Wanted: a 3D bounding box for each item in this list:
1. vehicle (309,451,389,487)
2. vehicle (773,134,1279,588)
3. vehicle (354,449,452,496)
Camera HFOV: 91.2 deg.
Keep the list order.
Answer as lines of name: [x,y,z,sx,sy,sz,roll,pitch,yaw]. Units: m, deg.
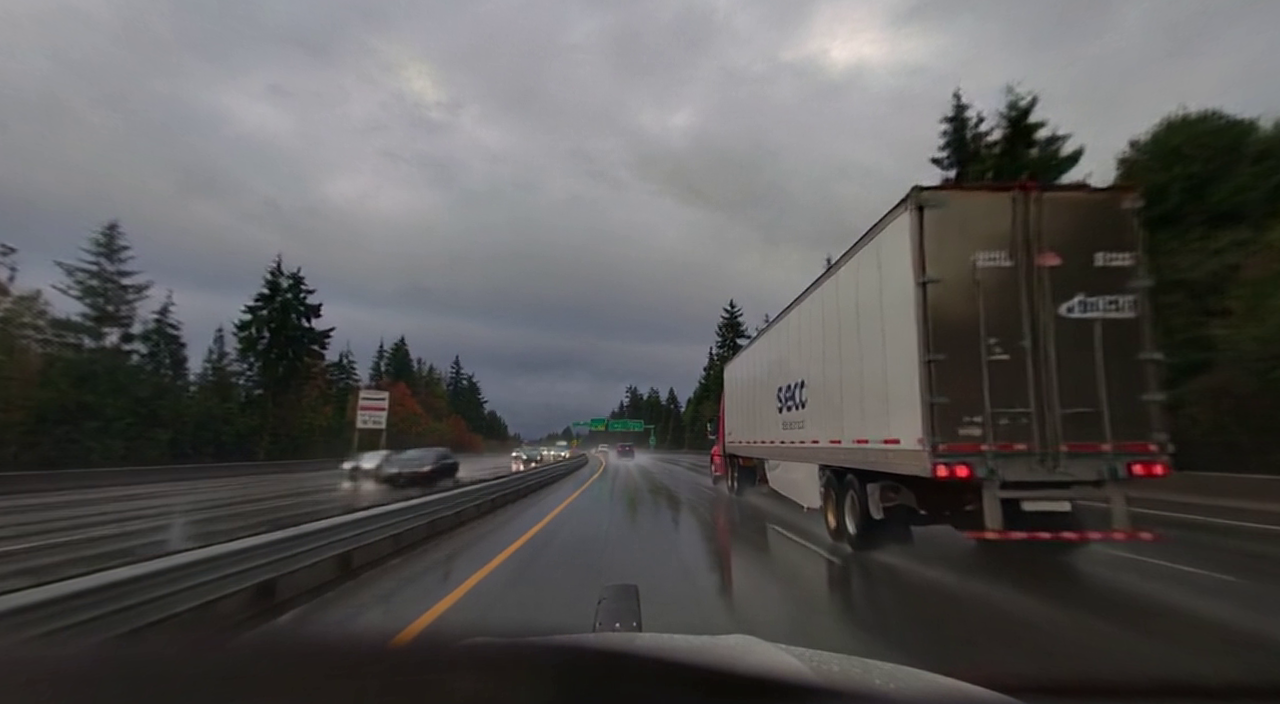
vehicle: [-13.208,5.299,28.690,1.829,1.502,3.893,0,-9,-1]
vehicle: [4.432,0.604,9.556,2.892,3.928,8.380,-1,-9,0]
vehicle: [-8.585,4.358,23.162,1.950,1.515,4.401,0,-9,-1]
